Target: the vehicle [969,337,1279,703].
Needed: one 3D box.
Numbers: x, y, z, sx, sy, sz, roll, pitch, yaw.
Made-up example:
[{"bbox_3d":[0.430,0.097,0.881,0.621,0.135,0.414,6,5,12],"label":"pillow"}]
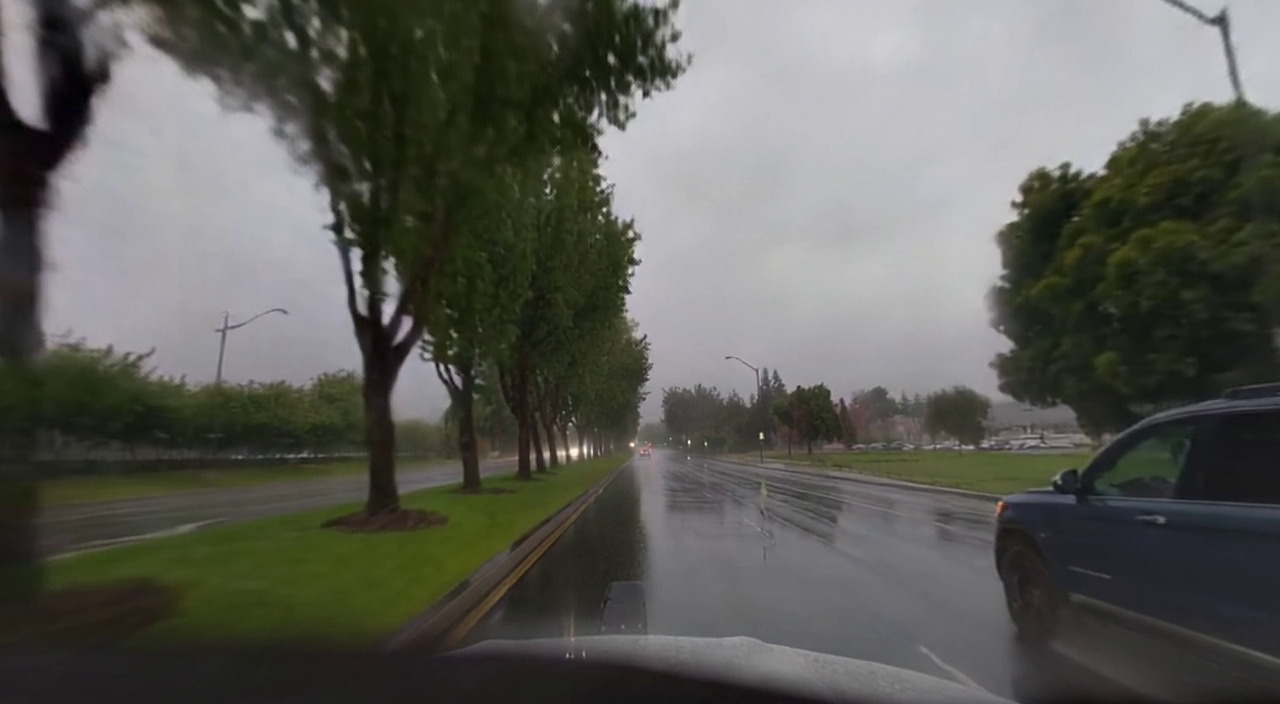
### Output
[{"bbox_3d":[3.694,0.809,2.481,2.087,1.759,5.040,0,-8,1],"label":"vehicle"}]
